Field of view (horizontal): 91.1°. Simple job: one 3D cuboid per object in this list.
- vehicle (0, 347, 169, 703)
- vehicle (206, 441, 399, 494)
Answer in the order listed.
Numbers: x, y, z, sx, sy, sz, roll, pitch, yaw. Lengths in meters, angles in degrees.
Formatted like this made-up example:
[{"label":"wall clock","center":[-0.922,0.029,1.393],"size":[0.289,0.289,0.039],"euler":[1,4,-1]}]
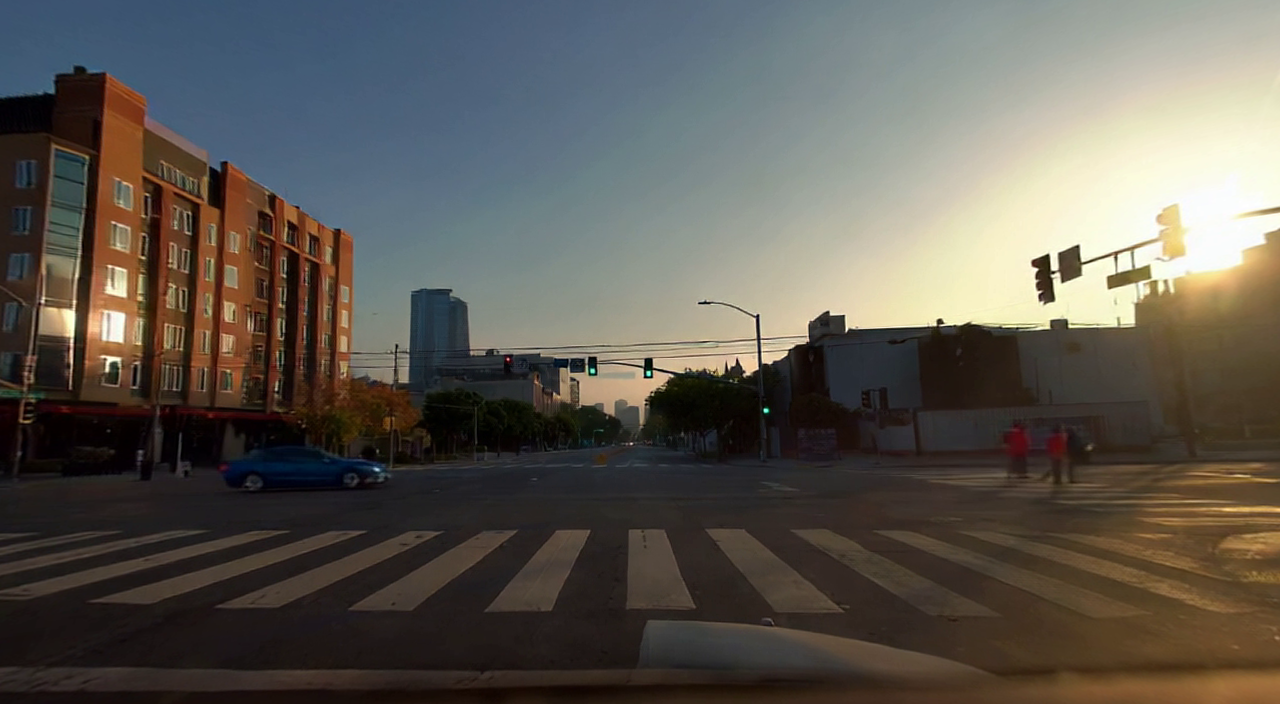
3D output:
[{"label":"vehicle","center":[-3.637,0.618,1.059],"size":[2.109,1.692,4.587],"euler":[0,-8,0]},{"label":"vehicle","center":[-9.765,3.364,18.462],"size":[4.551,1.454,1.941],"euler":[0,-8,2]}]
